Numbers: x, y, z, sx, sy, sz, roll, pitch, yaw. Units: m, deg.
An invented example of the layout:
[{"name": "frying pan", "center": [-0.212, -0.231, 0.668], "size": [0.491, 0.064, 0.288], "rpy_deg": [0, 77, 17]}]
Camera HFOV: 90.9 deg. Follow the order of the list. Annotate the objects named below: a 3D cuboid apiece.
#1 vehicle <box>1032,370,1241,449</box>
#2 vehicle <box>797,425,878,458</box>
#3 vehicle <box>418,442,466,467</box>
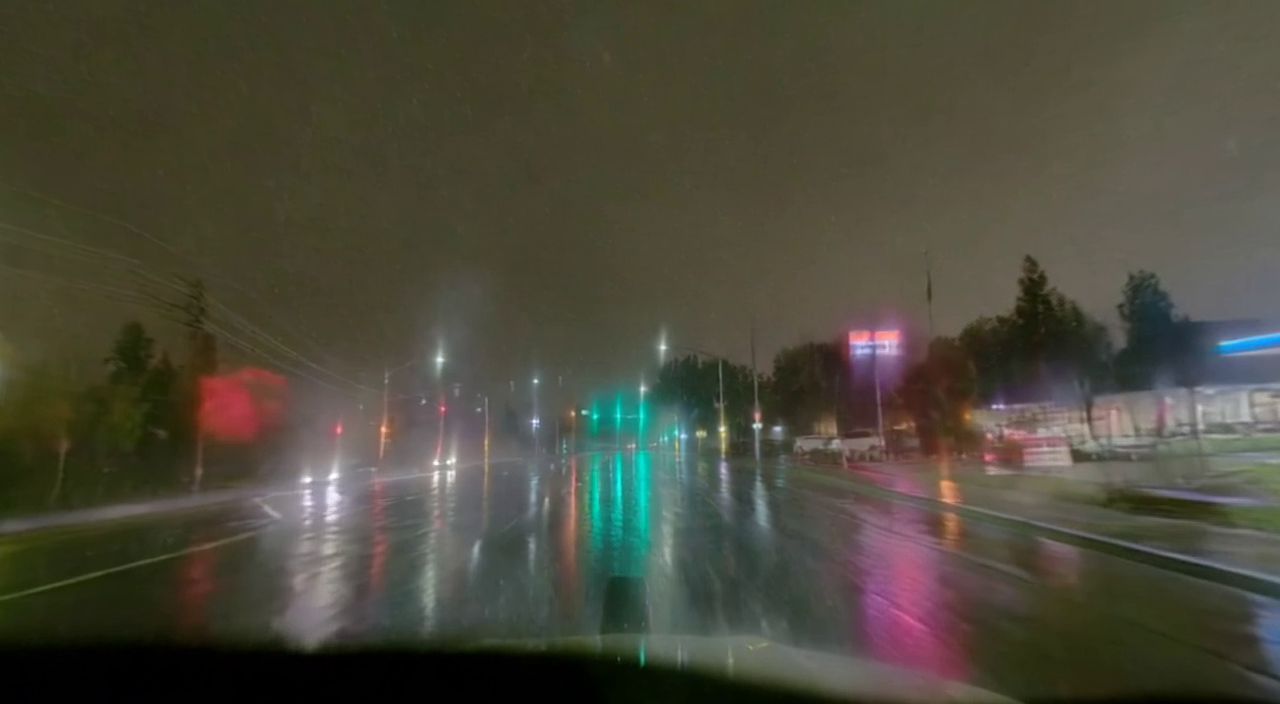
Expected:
[{"name": "vehicle", "center": [24.350, 2.961, 31.224], "size": [7.750, 3.426, 3.178], "rpy_deg": [2, -9, -4]}, {"name": "vehicle", "center": [13.773, 6.276, 44.199], "size": [4.821, 1.788, 2.132], "rpy_deg": [-5, -7, 1]}, {"name": "vehicle", "center": [-15.126, 7.822, 48.344], "size": [2.028, 1.850, 4.746], "rpy_deg": [0, -8, 1]}]
